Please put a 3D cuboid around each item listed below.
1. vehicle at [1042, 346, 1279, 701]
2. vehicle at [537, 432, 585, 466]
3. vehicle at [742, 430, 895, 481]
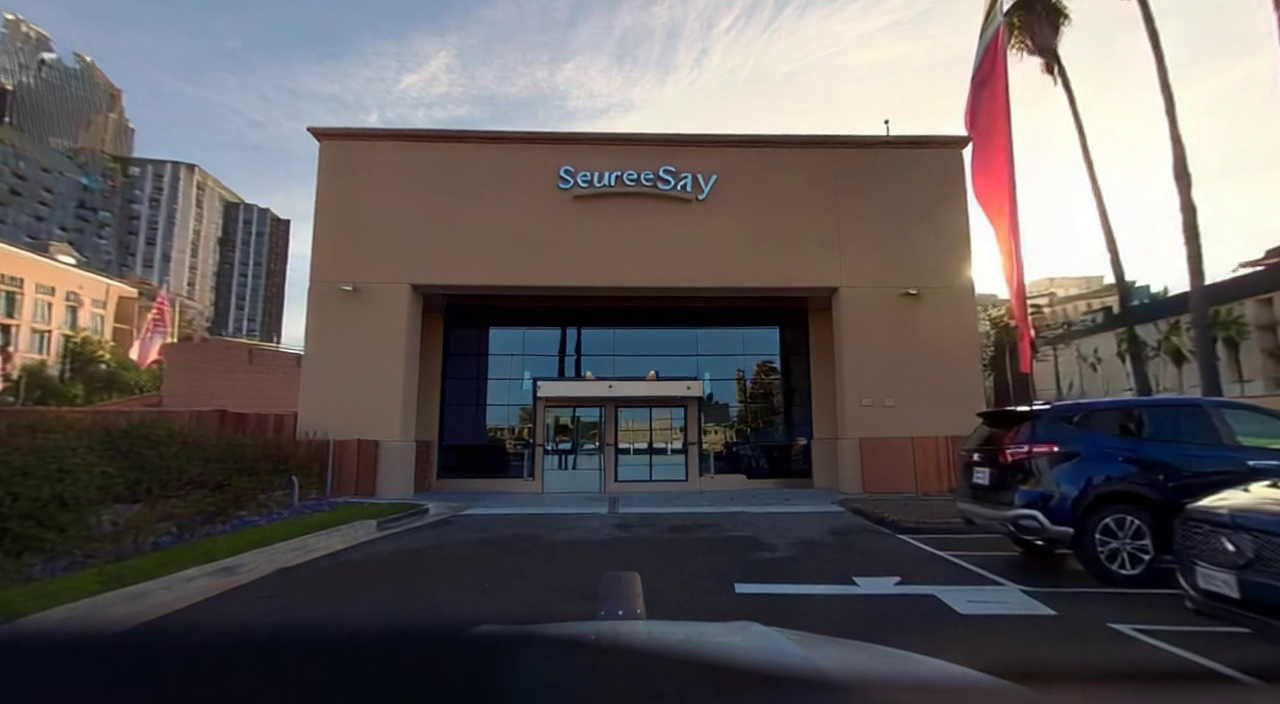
[{"bbox_3d":[5.442,0.958,3.835,4.567,1.723,1.926,0,-9,3],"label":"vehicle"},{"bbox_3d":[-4.708,5.875,38.080,1.943,1.890,4.472,0,-8,5],"label":"vehicle"},{"bbox_3d":[6.556,3.876,23.746,5.254,1.793,1.998,-1,-9,7],"label":"vehicle"}]
